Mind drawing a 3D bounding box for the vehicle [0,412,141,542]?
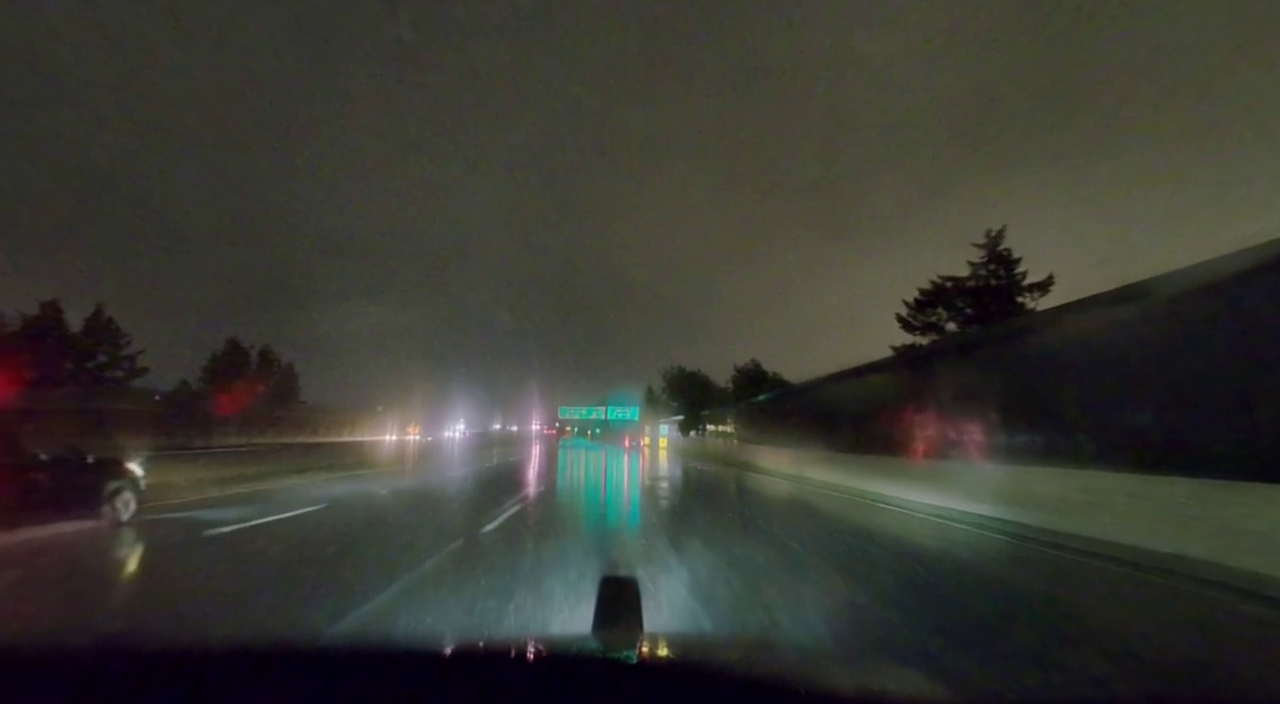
[{"bbox_3d":[-8.624,1.472,7.278,1.828,1.549,4.846,0,-8,-2],"label":"vehicle"}]
